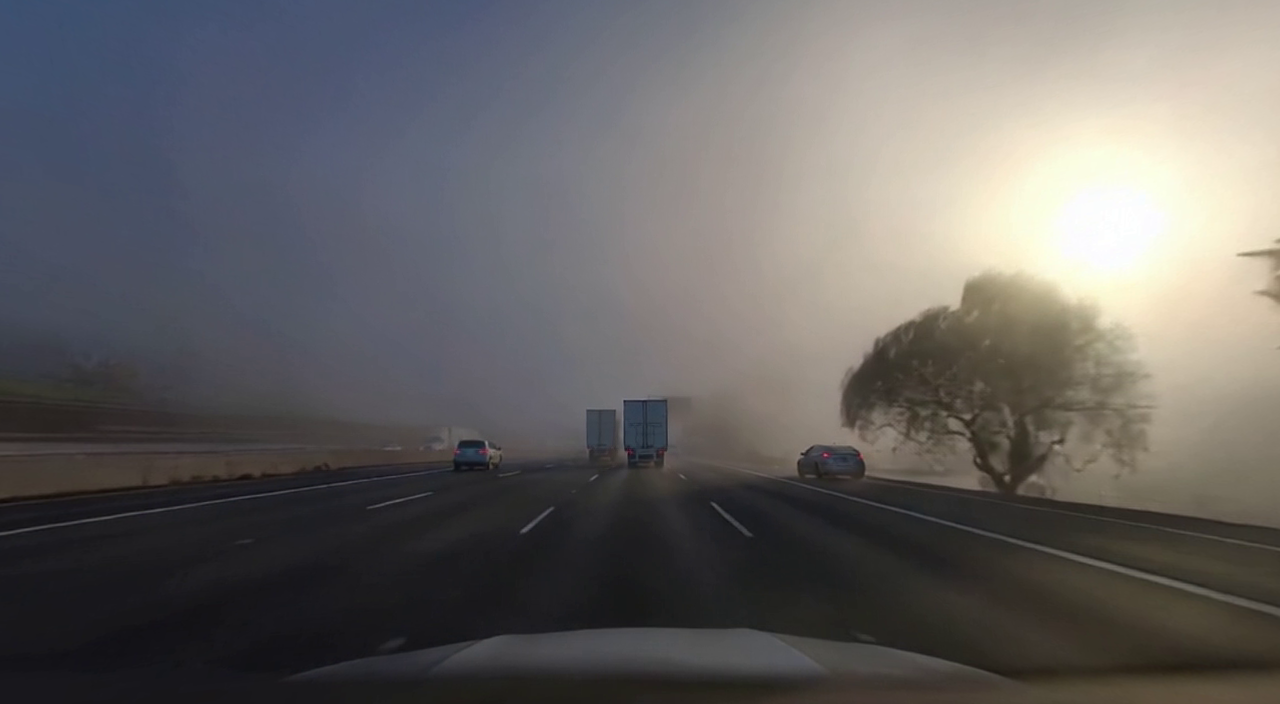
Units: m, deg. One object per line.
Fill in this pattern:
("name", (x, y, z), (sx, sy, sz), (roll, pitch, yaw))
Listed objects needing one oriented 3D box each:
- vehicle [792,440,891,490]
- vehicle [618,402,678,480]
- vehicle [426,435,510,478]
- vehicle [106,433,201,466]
("vehicle", (6.947, 3.922, 22.300), (1.969, 1.560, 4.394), (0, -8, -1))
("vehicle", (0.366, 5.132, 38.155), (3.054, 3.944, 11.230), (-1, -6, -1))
("vehicle", (-6.719, 4.120, 25.237), (1.992, 1.547, 4.673), (0, -8, 1))
("vehicle", (-22.218, 4.451, 28.949), (1.532, 1.421, 3.467), (0, -8, 1))
